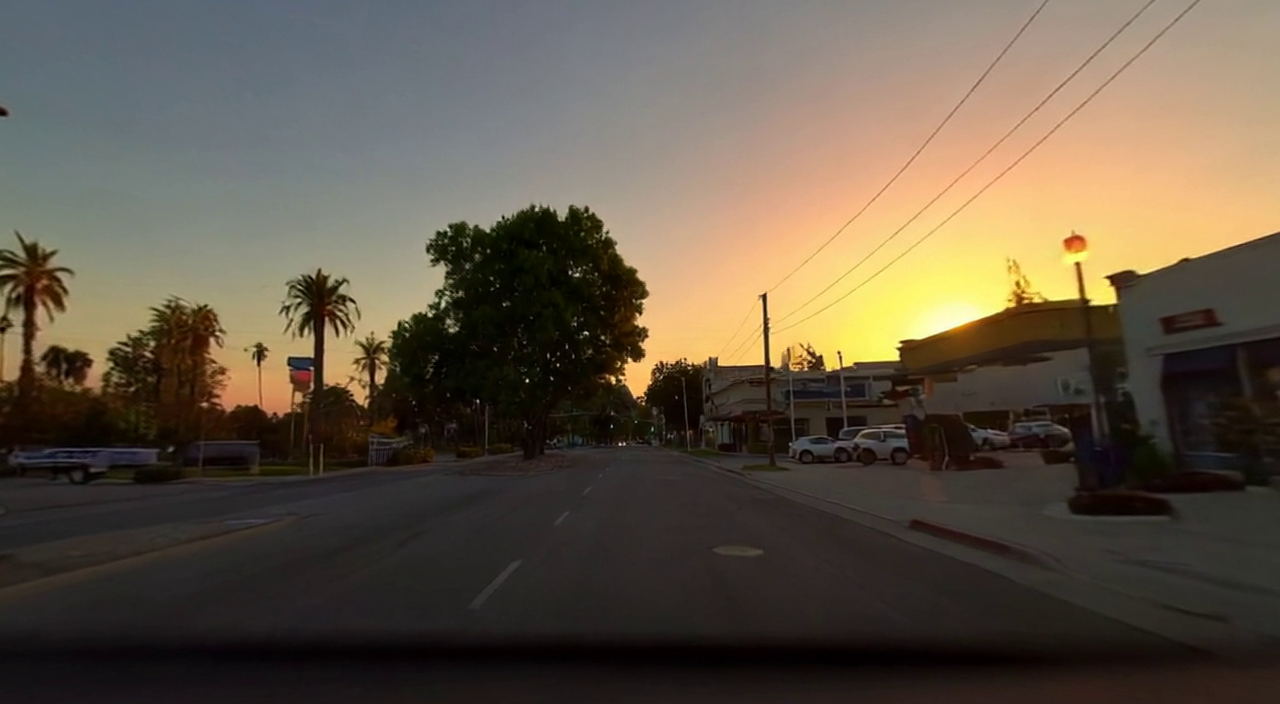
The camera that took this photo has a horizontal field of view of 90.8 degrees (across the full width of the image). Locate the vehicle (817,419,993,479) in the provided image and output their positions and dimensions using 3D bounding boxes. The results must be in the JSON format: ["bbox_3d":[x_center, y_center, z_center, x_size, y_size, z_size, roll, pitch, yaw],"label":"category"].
[{"bbox_3d":[10.312,3.864,25.061,5.779,2.039,2.450,-2,-9,1],"label":"vehicle"}]

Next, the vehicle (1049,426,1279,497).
[{"bbox_3d":[12.888,2.576,15.099,4.872,1.455,1.896,-1,-8,-2],"label":"vehicle"}]
